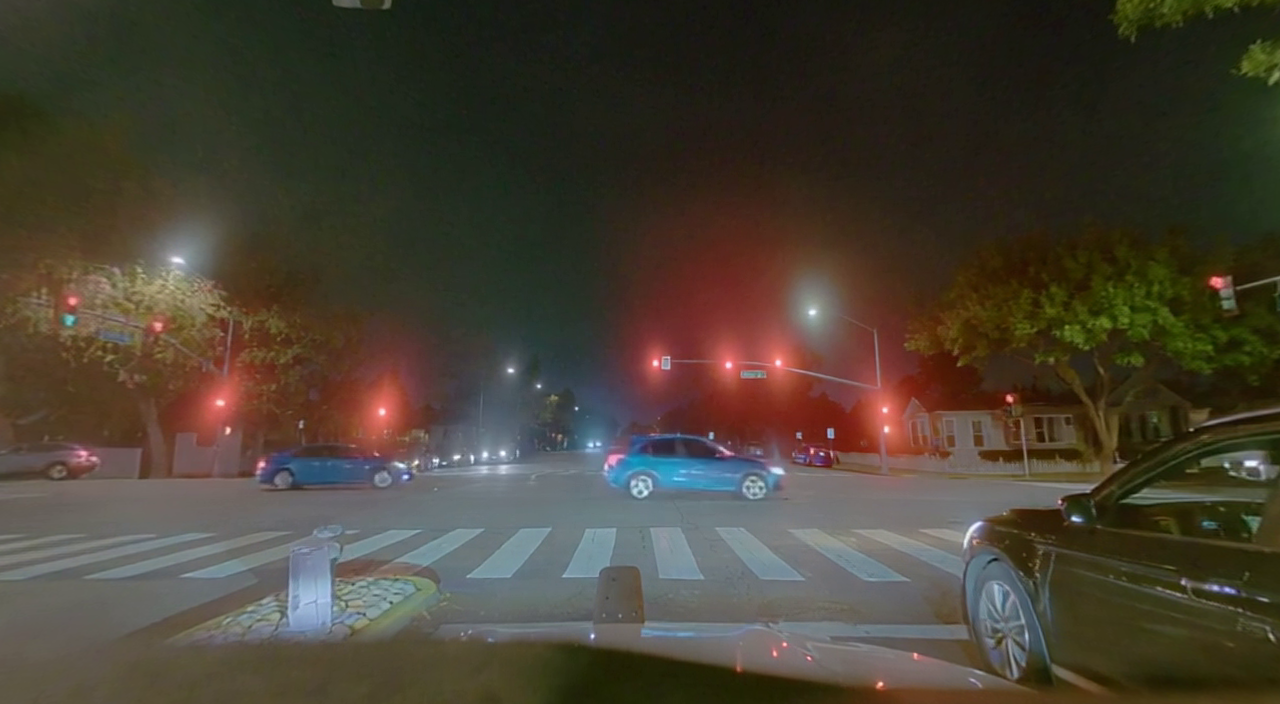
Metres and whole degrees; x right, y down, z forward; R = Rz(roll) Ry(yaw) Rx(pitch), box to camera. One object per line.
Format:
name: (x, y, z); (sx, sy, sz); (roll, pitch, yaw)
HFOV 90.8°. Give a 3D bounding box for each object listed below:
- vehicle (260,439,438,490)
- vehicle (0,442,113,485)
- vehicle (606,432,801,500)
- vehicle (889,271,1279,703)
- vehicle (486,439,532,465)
vehicle: (-8.928, 3.479, 19.703); (4.561, 1.468, 1.921); (0, -8, -1)
vehicle: (-22.264, 4.003, 22.772); (4.710, 1.470, 1.794); (1, -9, -3)
vehicle: (1.517, 2.910, 16.262); (4.680, 1.620, 1.943); (0, -8, -1)
vehicle: (2.704, 0.714, 1.718); (2.085, 1.800, 4.908); (0, -9, 1)
vehicle: (-8.977, 6.865, 43.641); (2.028, 1.654, 5.027); (0, -9, 1)
